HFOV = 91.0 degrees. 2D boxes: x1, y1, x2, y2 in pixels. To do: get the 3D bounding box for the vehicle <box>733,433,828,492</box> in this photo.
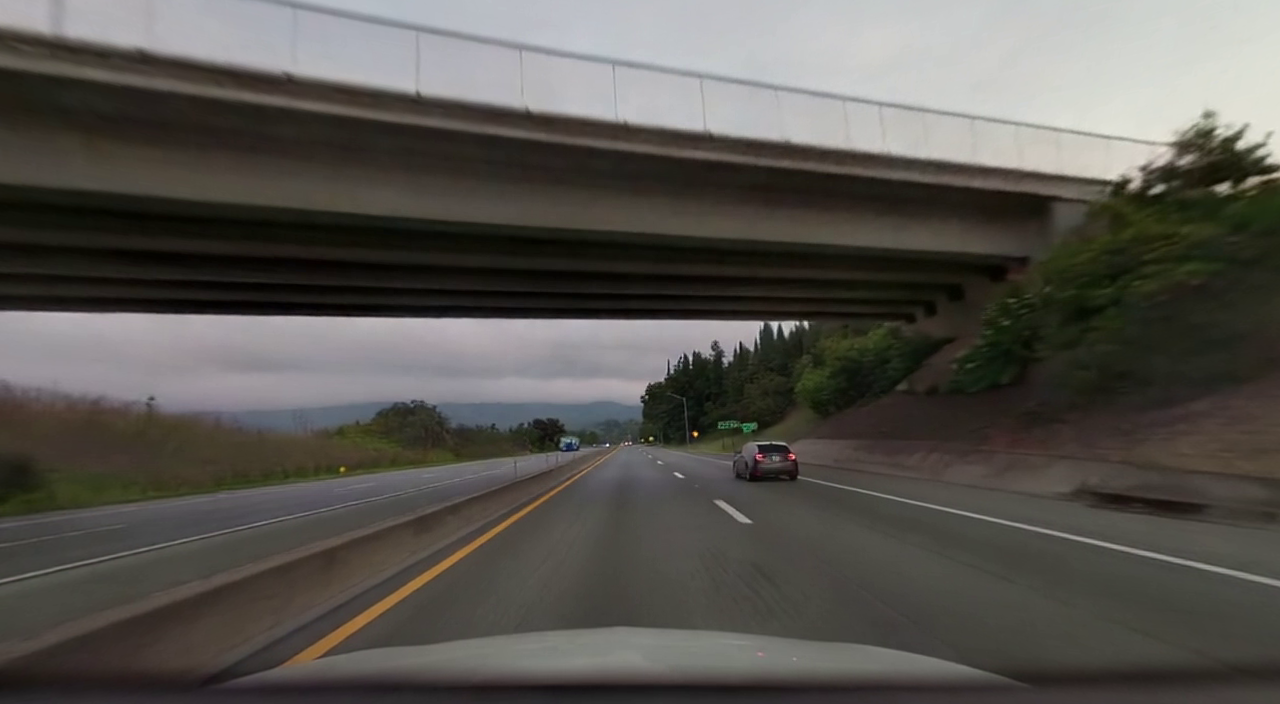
[{"bbox_3d":[3.870,3.087,17.951,1.781,1.470,3.540,0,-8,-2],"label":"vehicle"}]
